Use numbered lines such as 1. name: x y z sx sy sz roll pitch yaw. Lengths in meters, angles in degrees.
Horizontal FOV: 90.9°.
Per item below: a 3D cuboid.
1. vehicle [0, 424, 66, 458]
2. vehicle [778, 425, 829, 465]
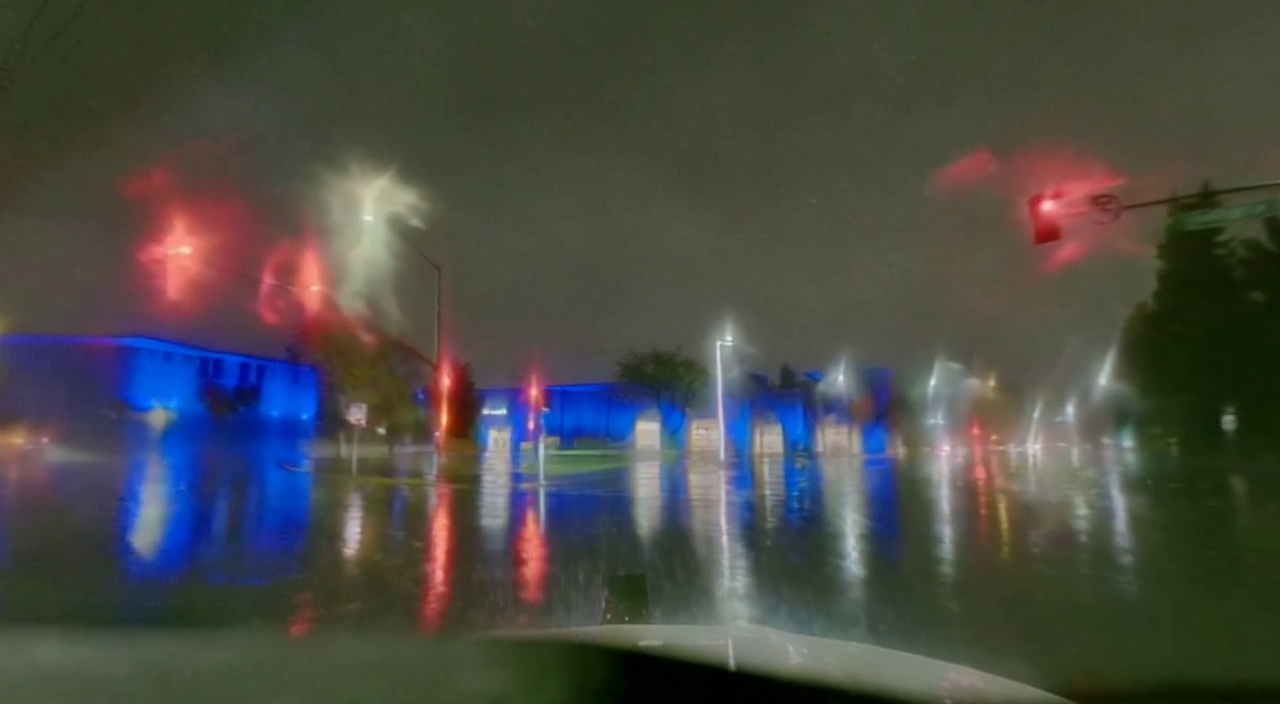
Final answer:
1. vehicle: -37.961 5.442 38.416 5.570 1.923 2.336 -4 -9 26
2. vehicle: 12.296 6.953 47.084 2.324 2.750 5.997 -5 -10 27
